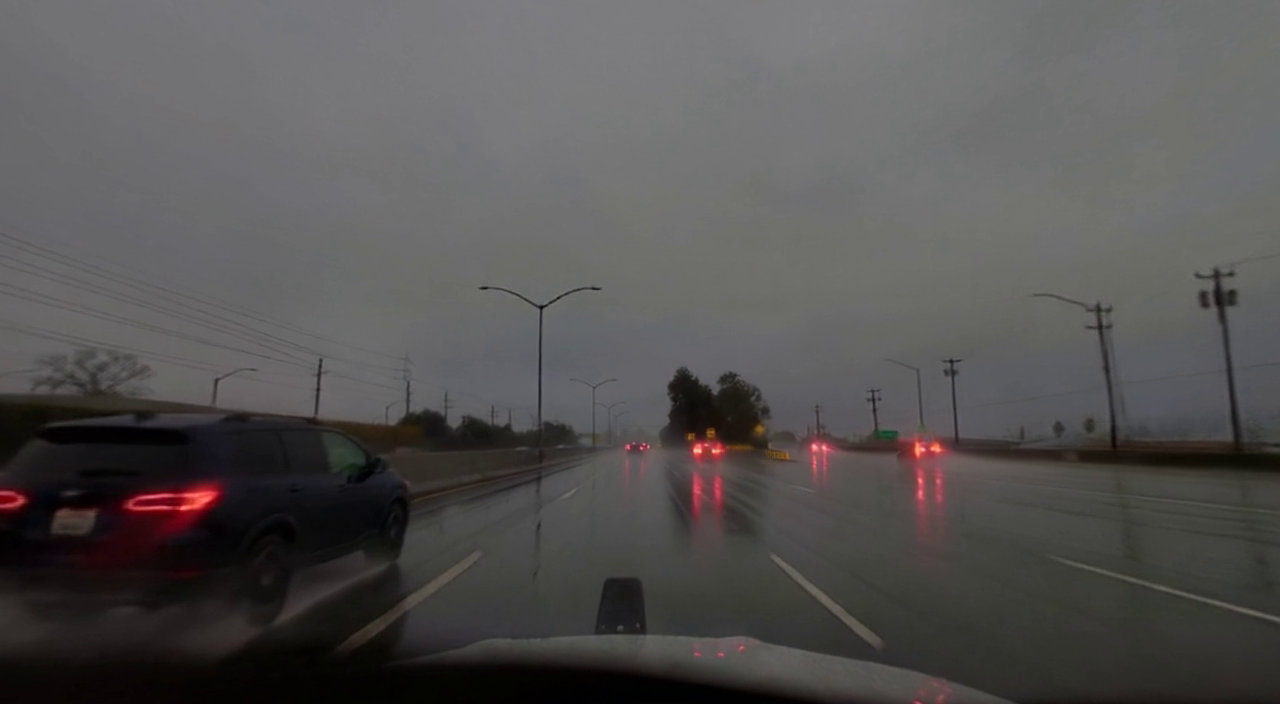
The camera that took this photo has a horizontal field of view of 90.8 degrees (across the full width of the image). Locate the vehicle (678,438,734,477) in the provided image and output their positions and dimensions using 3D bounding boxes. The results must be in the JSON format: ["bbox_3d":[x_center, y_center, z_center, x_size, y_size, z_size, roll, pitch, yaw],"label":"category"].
[{"bbox_3d":[2.892,4.735,28.573,1.997,1.638,4.281,0,-9,-1],"label":"vehicle"}]

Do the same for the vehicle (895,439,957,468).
[{"bbox_3d":[18.606,6.642,41.370,2.070,1.782,5.006,-1,-9,4],"label":"vehicle"}]

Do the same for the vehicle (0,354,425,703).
[{"bbox_3d":[-3.563,1.187,5.011,2.099,1.682,4.590,0,-9,0],"label":"vehicle"}]
